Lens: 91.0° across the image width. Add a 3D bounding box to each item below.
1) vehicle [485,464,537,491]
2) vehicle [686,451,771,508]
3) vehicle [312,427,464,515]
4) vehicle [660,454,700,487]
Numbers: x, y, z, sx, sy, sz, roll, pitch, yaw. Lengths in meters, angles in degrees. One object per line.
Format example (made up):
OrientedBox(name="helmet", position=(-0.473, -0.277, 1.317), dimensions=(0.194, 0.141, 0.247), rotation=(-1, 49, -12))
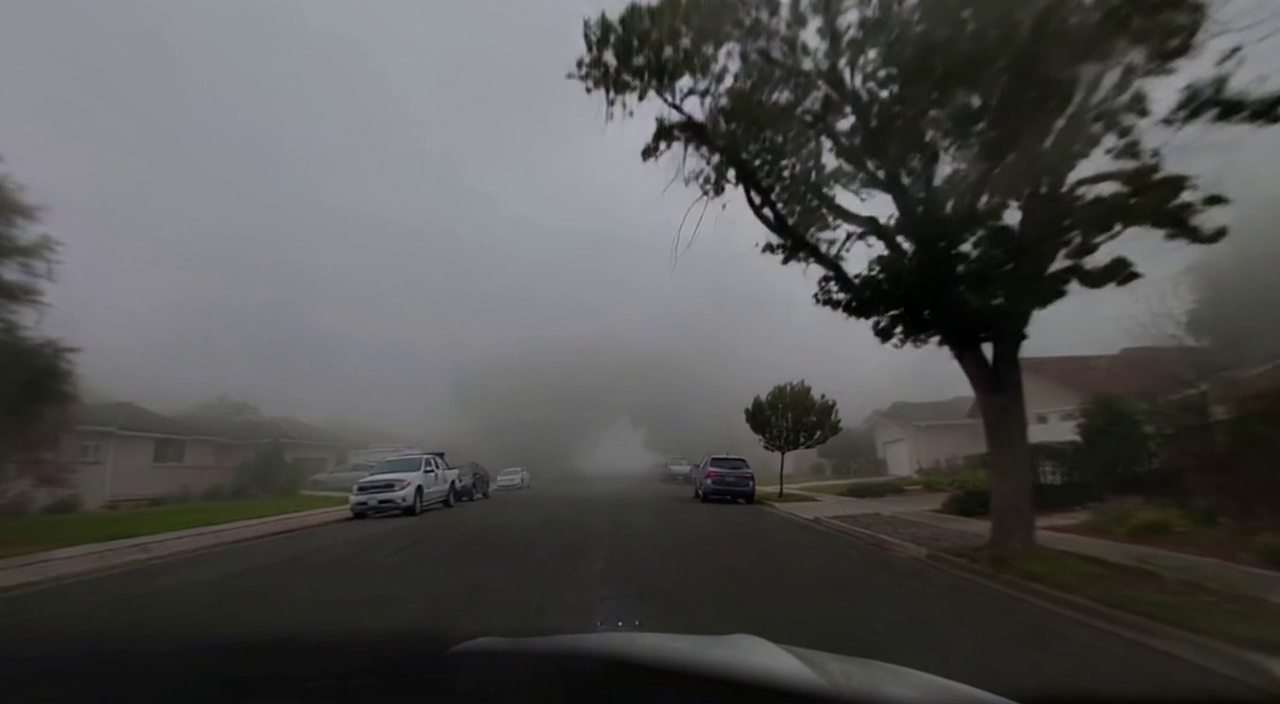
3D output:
OrientedBox(name="vehicle", position=(-7.614, 7.502, 37.522), dimensions=(2.071, 1.481, 4.425), rotation=(0, -11, 1))
OrientedBox(name="vehicle", position=(2.800, 4.151, 21.025), dimensions=(2.050, 1.598, 4.590), rotation=(0, -8, -1))
OrientedBox(name="vehicle", position=(-7.266, 3.752, 19.066), dimensions=(2.408, 2.201, 5.646), rotation=(-1, -14, -2))
OrientedBox(name="vehicle", position=(2.494, 7.590, 40.554), dimensions=(2.262, 1.870, 4.948), rotation=(0, -8, 0))
